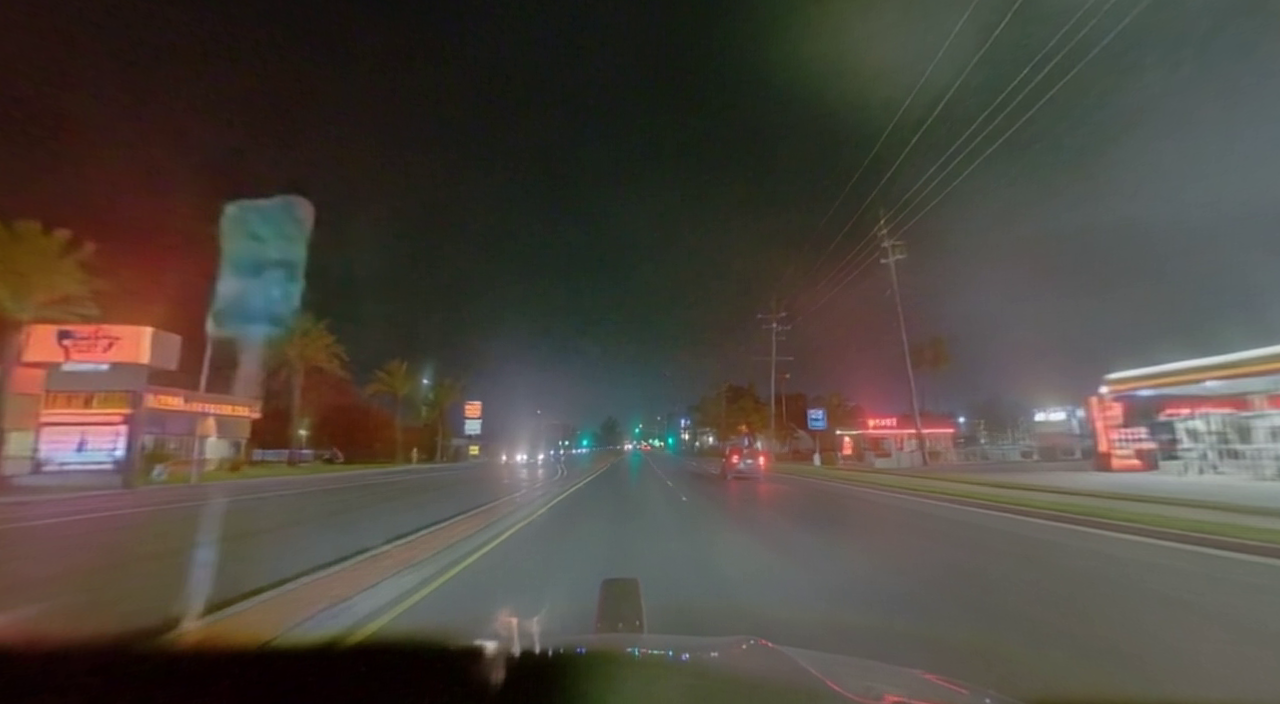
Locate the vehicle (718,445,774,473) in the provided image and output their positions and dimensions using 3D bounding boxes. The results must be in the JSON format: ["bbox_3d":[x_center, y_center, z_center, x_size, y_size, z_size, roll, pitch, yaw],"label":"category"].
[{"bbox_3d":[5.892,6.004,35.654,2.261,1.479,4.403,0,-8,-2],"label":"vehicle"}]
